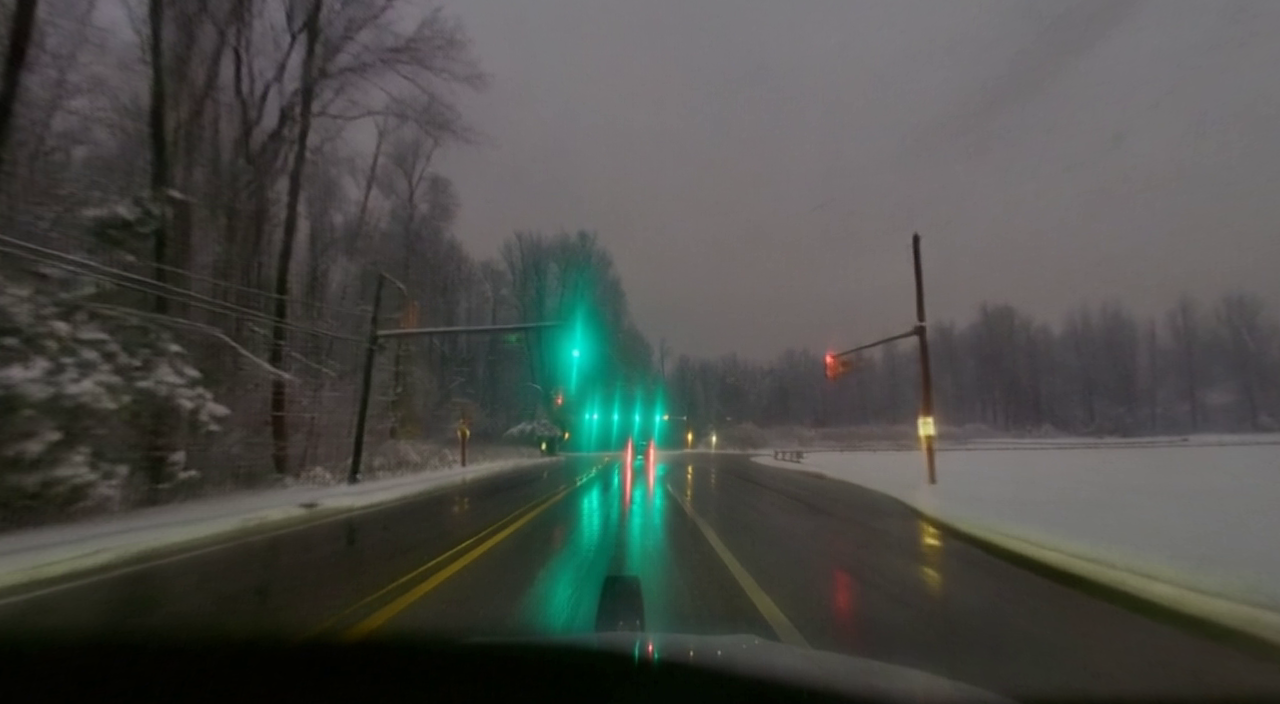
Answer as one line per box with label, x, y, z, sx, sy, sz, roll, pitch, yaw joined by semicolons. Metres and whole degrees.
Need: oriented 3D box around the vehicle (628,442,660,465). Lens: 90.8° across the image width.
vehicle;0.313;6.855;42.752;2.042;1.489;3.963;-1;-9;2
